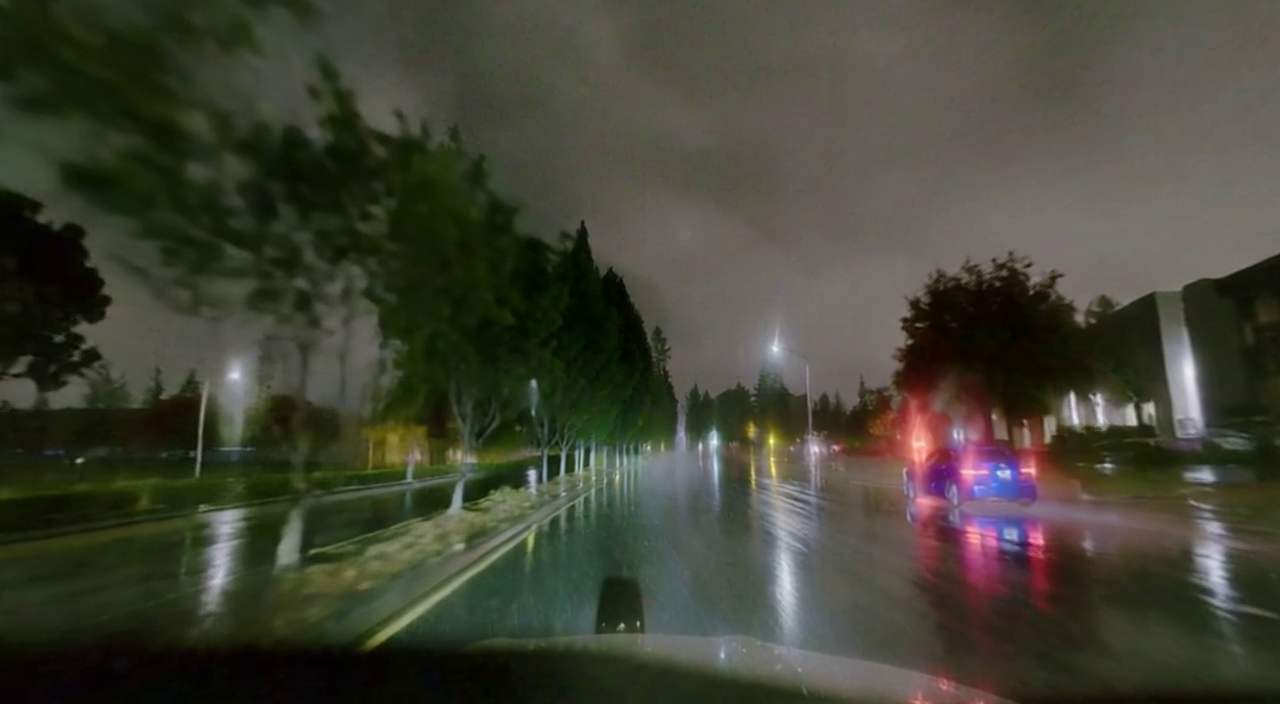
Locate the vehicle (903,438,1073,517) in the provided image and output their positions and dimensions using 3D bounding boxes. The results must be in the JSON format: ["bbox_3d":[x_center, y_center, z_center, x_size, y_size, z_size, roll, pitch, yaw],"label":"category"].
[{"bbox_3d":[7.501,2.710,14.046,1.797,1.518,3.433,-1,-9,1],"label":"vehicle"}]
